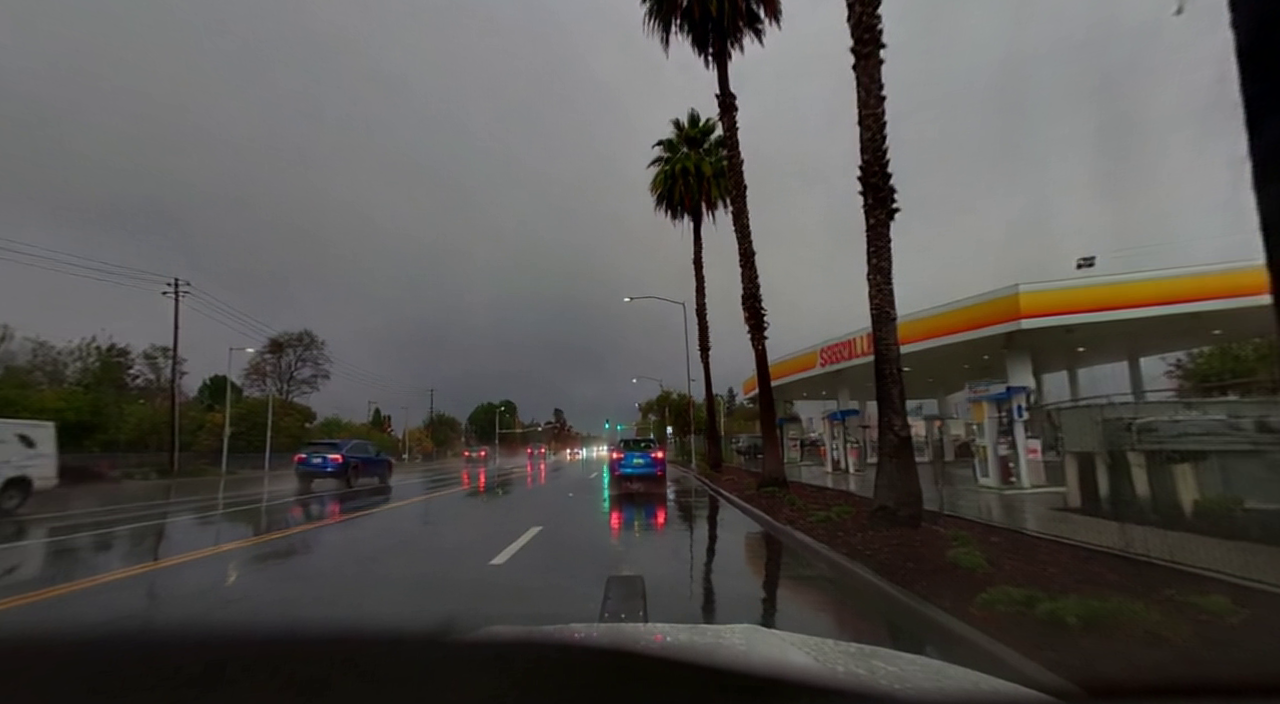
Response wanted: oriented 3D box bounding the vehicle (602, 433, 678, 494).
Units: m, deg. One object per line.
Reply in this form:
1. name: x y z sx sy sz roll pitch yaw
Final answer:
1. vehicle: 0.037 3.447 19.726 2.121 1.710 3.893 0 -9 1

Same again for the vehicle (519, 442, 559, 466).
1. vehicle: -7.186 7.288 45.094 2.099 1.608 4.420 0 -9 1

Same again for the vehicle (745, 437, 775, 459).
1. vehicle: 8.261 6.544 42.971 1.837 1.416 3.947 -2 -9 12

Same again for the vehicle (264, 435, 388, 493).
1. vehicle: -10.585 3.797 21.596 1.965 1.743 4.327 0 -9 1

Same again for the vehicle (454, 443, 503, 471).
1. vehicle: -10.813 7.047 42.420 1.998 1.731 4.952 0 -9 0
